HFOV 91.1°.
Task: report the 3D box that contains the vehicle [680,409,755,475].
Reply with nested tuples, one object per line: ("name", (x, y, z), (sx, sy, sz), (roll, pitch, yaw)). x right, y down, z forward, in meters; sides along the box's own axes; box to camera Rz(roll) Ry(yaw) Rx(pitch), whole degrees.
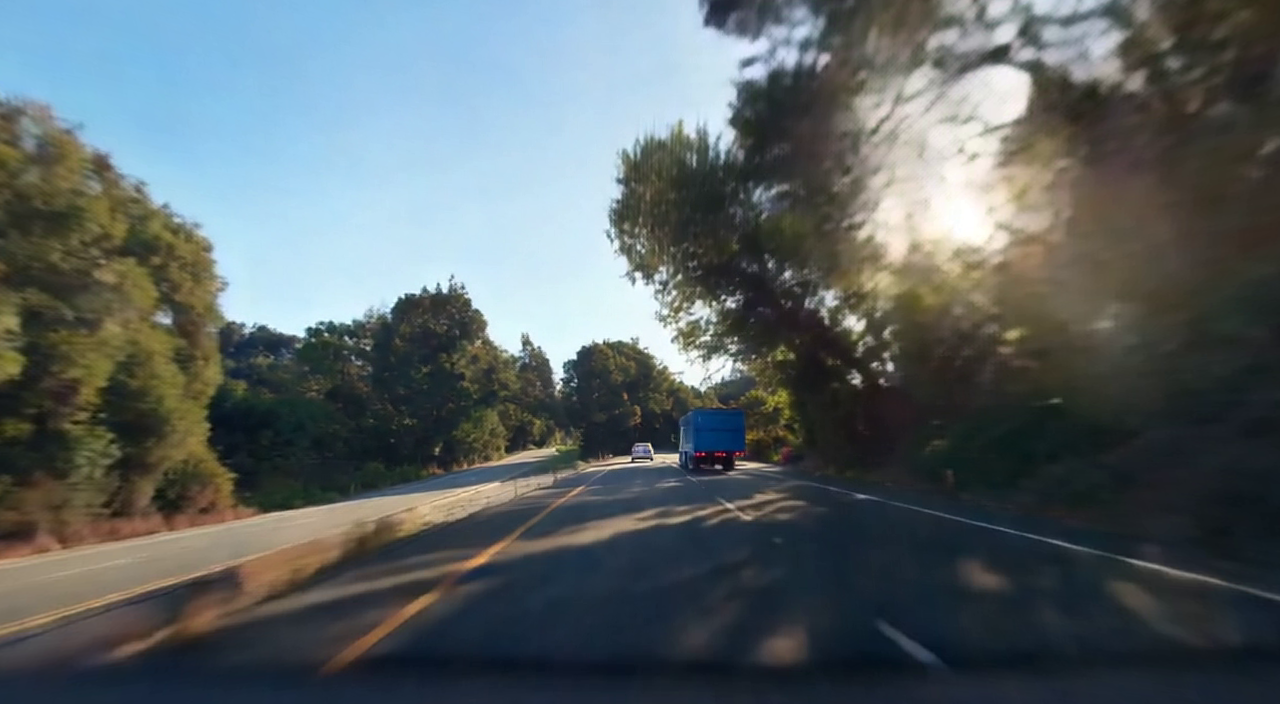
("vehicle", (4.030, 4.968, 34.672), (3.015, 3.211, 7.982), (0, -8, -1))

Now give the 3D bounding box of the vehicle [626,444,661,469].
("vehicle", (0.225, 6.876, 41.667), (2.170, 1.544, 4.373), (0, -8, 0))
